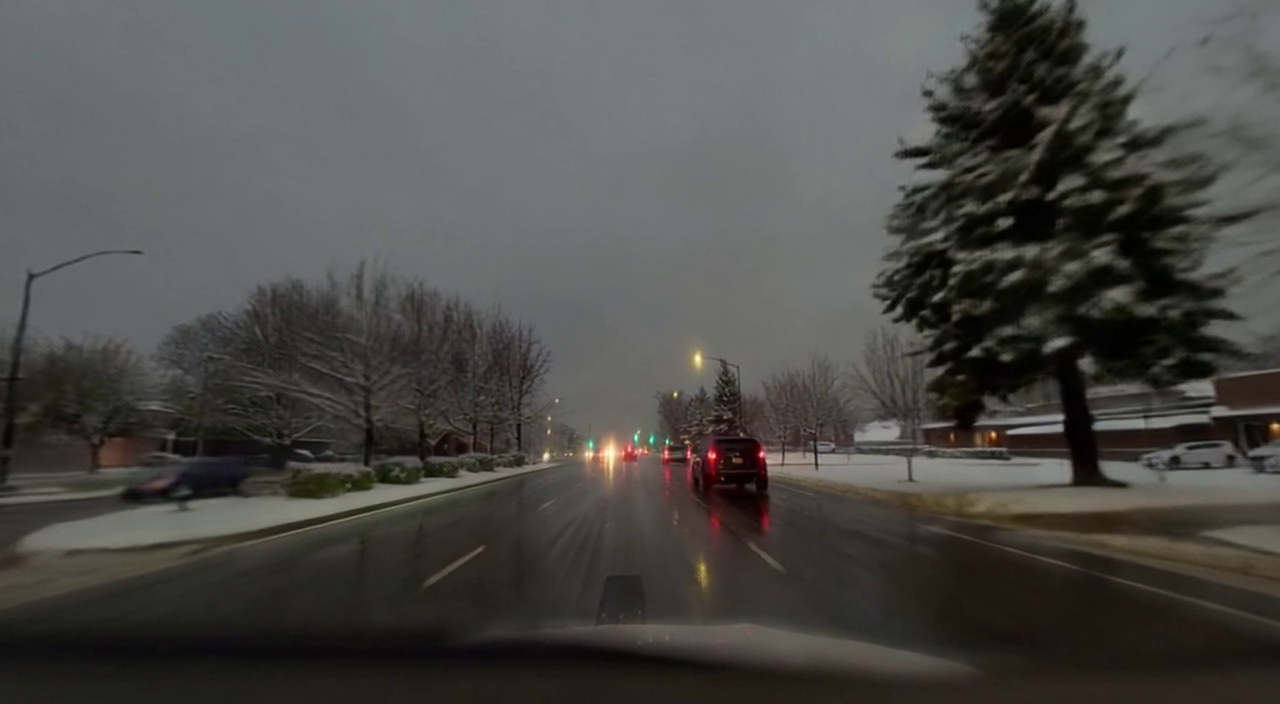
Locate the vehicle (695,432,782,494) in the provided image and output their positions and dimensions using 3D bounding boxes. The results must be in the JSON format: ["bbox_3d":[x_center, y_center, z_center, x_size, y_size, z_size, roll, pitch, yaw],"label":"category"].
[{"bbox_3d":[3.122,3.644,21.011,2.060,1.816,4.343,0,-9,-2],"label":"vehicle"}]

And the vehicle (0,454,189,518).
[{"bbox_3d":[-16.254,3.910,18.996,1.988,1.619,4.561,0,-9,0],"label":"vehicle"}]

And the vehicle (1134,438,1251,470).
[{"bbox_3d":[30.338,5.586,34.788,4.607,1.683,2.217,1,-9,-8],"label":"vehicle"}]
